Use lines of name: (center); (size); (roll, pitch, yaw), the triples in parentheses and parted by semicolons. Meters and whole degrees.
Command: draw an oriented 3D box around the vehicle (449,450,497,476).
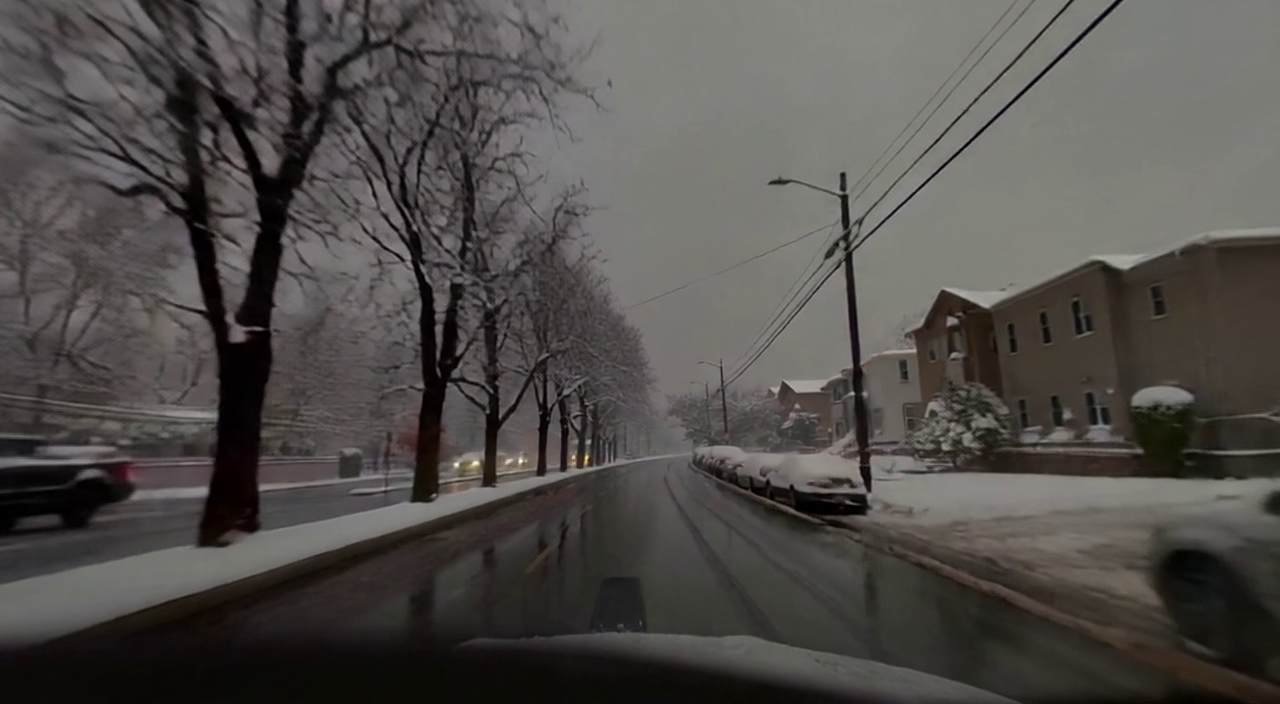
vehicle: (-12.250, 8.144, 46.567); (2.045, 1.712, 4.511); (-1, -8, 3)

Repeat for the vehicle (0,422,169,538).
vehicle: (-13.297, 2.636, 13.313); (2.469, 2.157, 5.373); (-1, -8, 1)

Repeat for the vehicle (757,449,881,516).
vehicle: (4.352, 3.218, 16.169); (1.833, 1.399, 4.727); (-1, -8, 1)

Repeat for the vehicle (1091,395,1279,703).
vehicle: (4.525, 0.903, 2.374); (2.128, 1.635, 4.602); (0, -8, -2)
